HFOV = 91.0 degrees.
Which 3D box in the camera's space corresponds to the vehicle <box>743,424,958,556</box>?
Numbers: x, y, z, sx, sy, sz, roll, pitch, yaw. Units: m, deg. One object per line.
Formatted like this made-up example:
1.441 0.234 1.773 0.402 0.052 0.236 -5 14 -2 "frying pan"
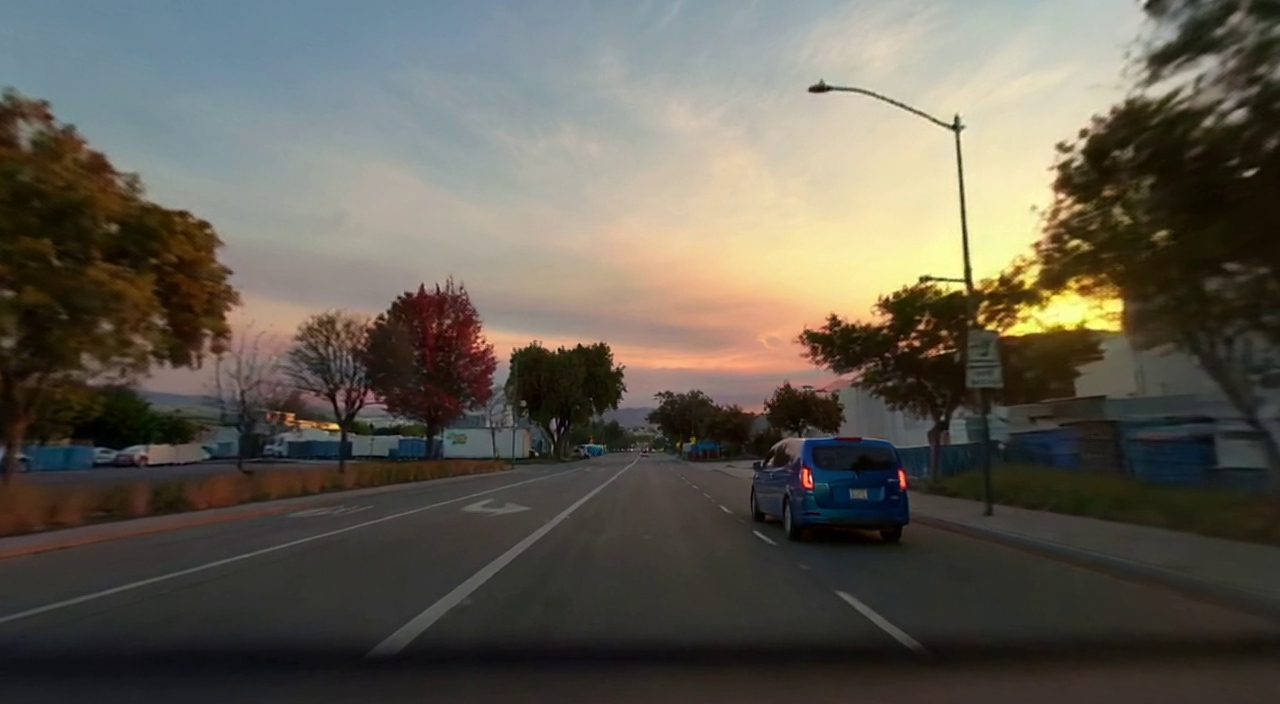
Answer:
3.370 2.321 11.366 2.202 1.822 4.826 1 -9 0 "vehicle"
